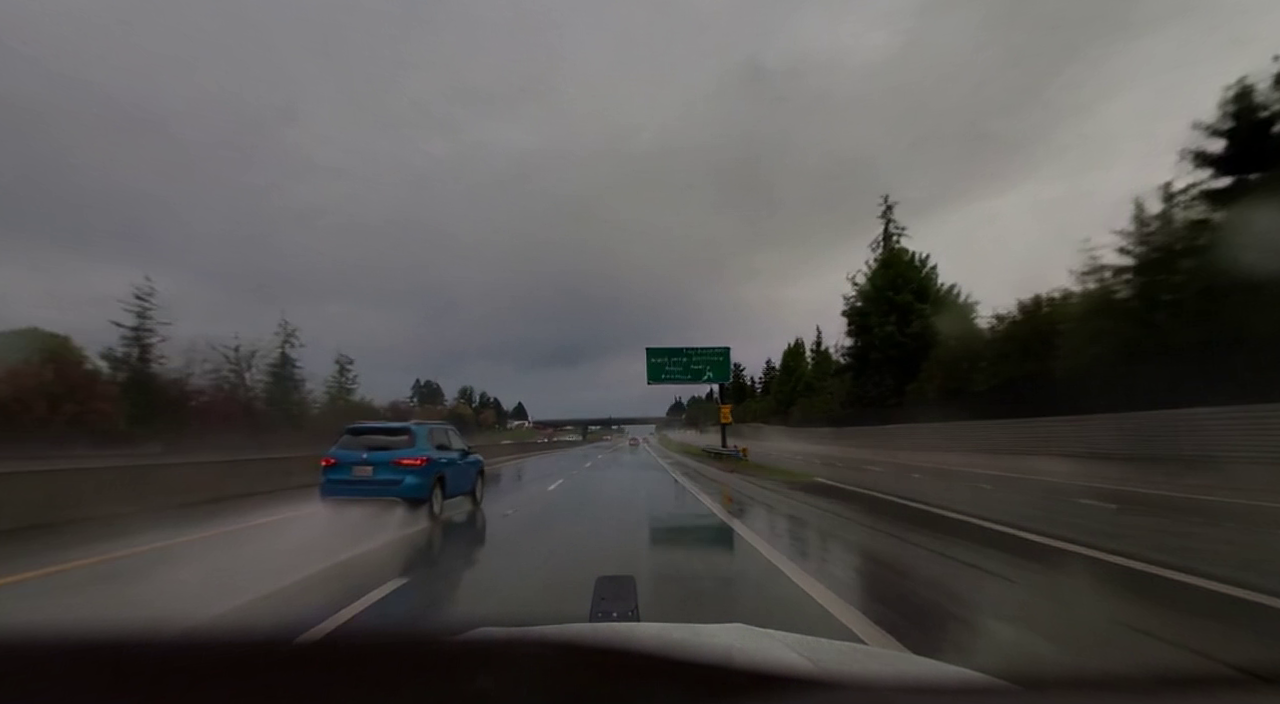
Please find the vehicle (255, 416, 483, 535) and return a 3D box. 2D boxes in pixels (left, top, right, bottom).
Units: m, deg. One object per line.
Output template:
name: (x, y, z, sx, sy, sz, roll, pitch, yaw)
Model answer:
vehicle: (-4.305, 1.998, 10.944, 2.129, 1.641, 4.263, 0, -8, -1)
